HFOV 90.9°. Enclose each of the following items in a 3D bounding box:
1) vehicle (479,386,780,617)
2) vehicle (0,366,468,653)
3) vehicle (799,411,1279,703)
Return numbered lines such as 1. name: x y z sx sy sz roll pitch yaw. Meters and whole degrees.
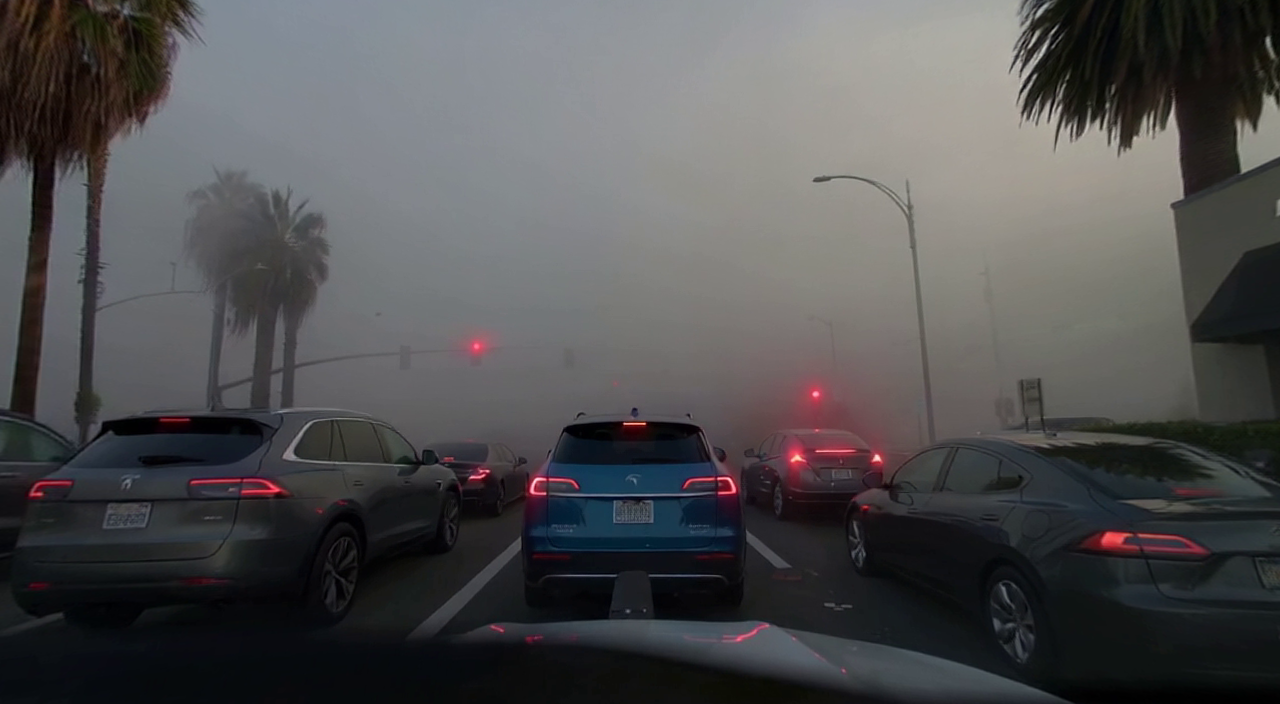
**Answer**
1. vehicle: -0.132 1.461 7.063 2.280 1.747 4.361 0 -8 -1
2. vehicle: -3.347 1.282 6.128 2.014 1.755 4.360 0 -8 1
3. vehicle: 2.966 1.364 5.252 2.017 1.491 4.611 0 -8 -1
